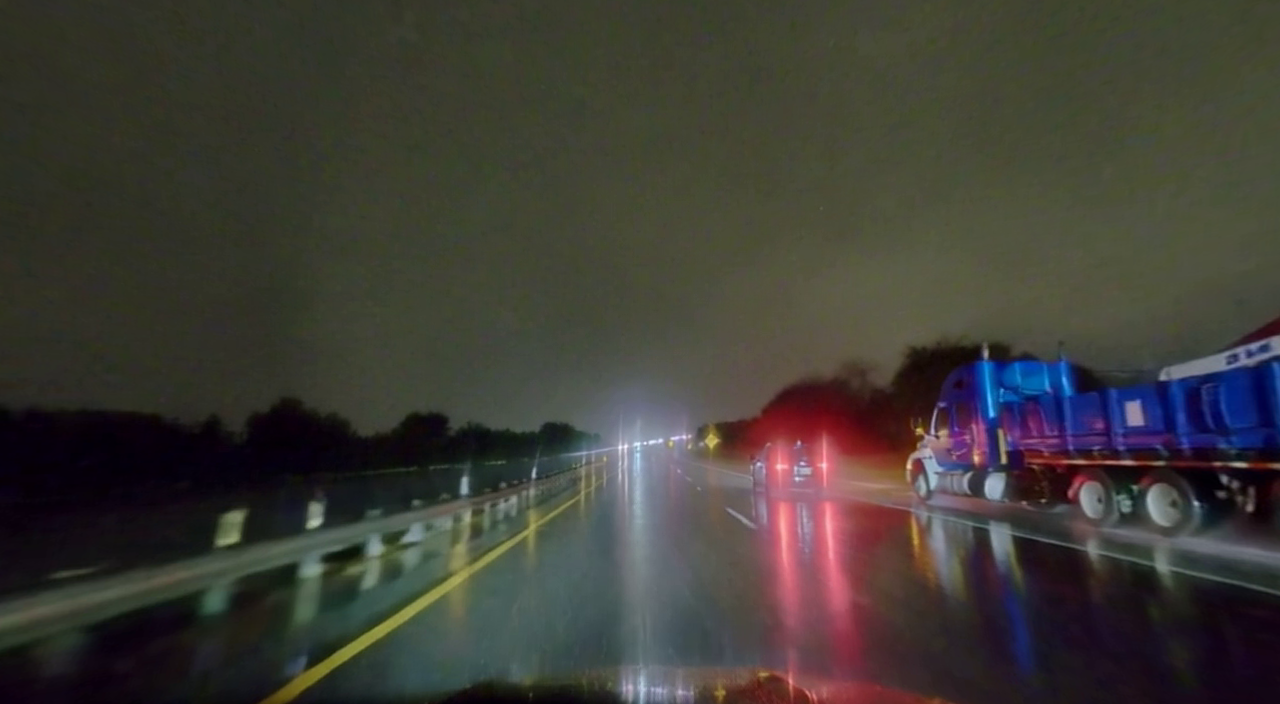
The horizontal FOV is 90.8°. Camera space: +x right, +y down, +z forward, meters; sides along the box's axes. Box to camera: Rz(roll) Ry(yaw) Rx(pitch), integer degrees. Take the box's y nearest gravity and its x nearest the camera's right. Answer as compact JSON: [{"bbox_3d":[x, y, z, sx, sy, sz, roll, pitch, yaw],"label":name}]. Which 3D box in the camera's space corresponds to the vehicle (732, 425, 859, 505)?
[{"bbox_3d":[4.350,3.286,18.745,2.309,2.003,5.139,0,-9,-2],"label":"vehicle"}]
